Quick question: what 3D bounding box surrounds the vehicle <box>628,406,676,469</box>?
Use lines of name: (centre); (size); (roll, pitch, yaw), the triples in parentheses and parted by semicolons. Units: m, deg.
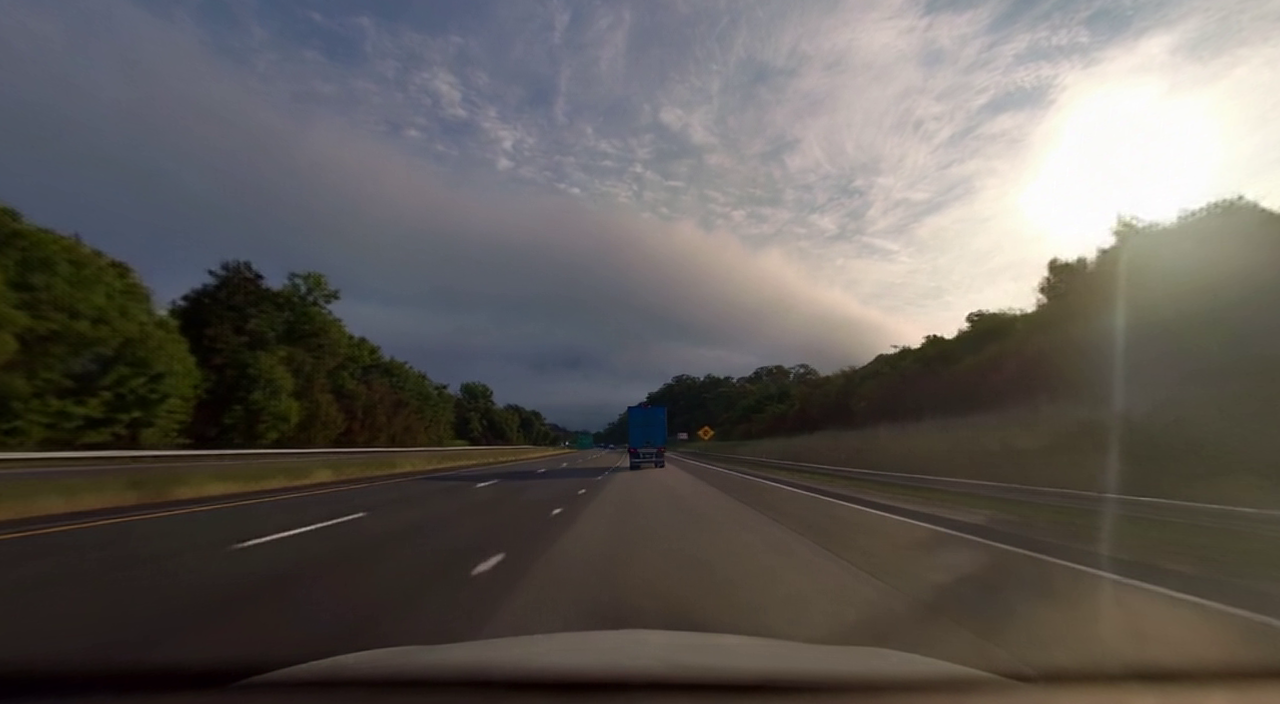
vehicle: (0.704, 6.311, 45.961); (3.055, 4.009, 10.972); (0, -9, -1)
